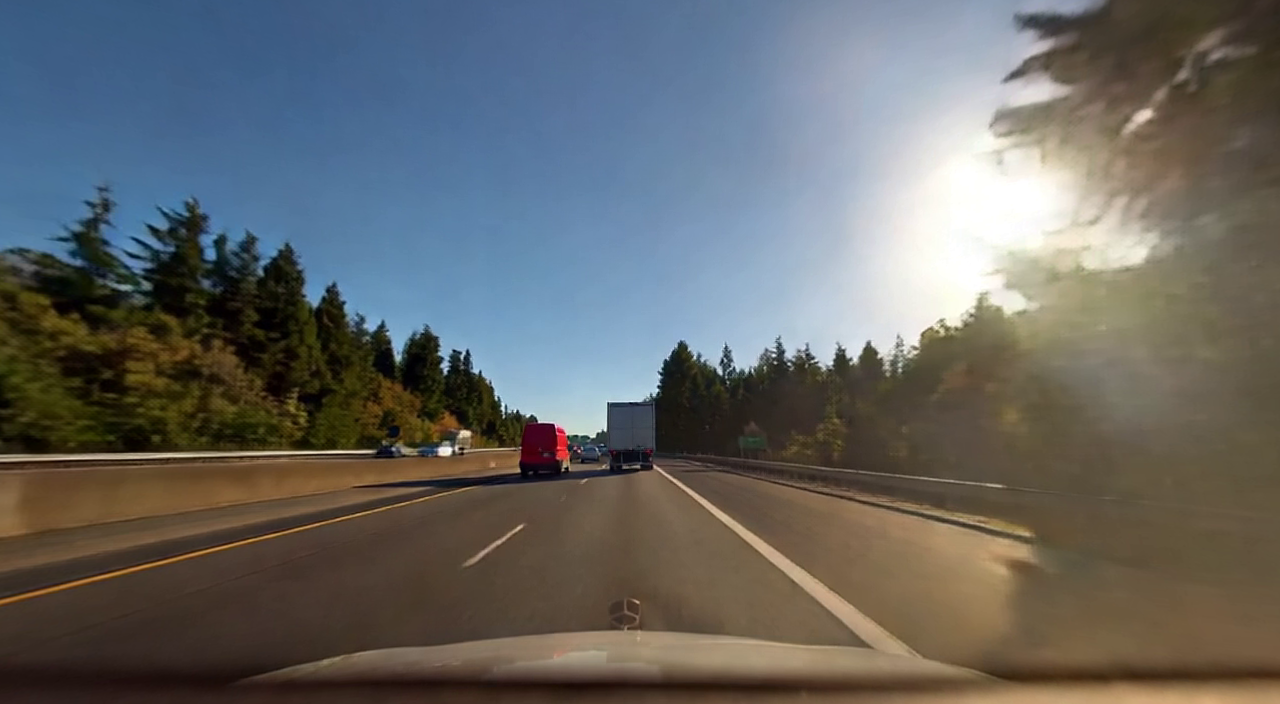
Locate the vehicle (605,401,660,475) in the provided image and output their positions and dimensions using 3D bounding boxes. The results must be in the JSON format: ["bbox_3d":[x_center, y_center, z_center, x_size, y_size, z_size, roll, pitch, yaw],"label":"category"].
[{"bbox_3d":[-0.451,5.514,39.724,2.995,4.036,10.311,0,-9,-1],"label":"vehicle"}]

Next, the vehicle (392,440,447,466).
[{"bbox_3d":[-13.656,6.290,39.320,1.897,1.471,4.275,0,-9,0],"label":"vehicle"}]

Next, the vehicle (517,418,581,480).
[{"bbox_3d":[-4.431,4.902,31.774,2.357,2.786,6.144,0,-9,-1],"label":"vehicle"}]
